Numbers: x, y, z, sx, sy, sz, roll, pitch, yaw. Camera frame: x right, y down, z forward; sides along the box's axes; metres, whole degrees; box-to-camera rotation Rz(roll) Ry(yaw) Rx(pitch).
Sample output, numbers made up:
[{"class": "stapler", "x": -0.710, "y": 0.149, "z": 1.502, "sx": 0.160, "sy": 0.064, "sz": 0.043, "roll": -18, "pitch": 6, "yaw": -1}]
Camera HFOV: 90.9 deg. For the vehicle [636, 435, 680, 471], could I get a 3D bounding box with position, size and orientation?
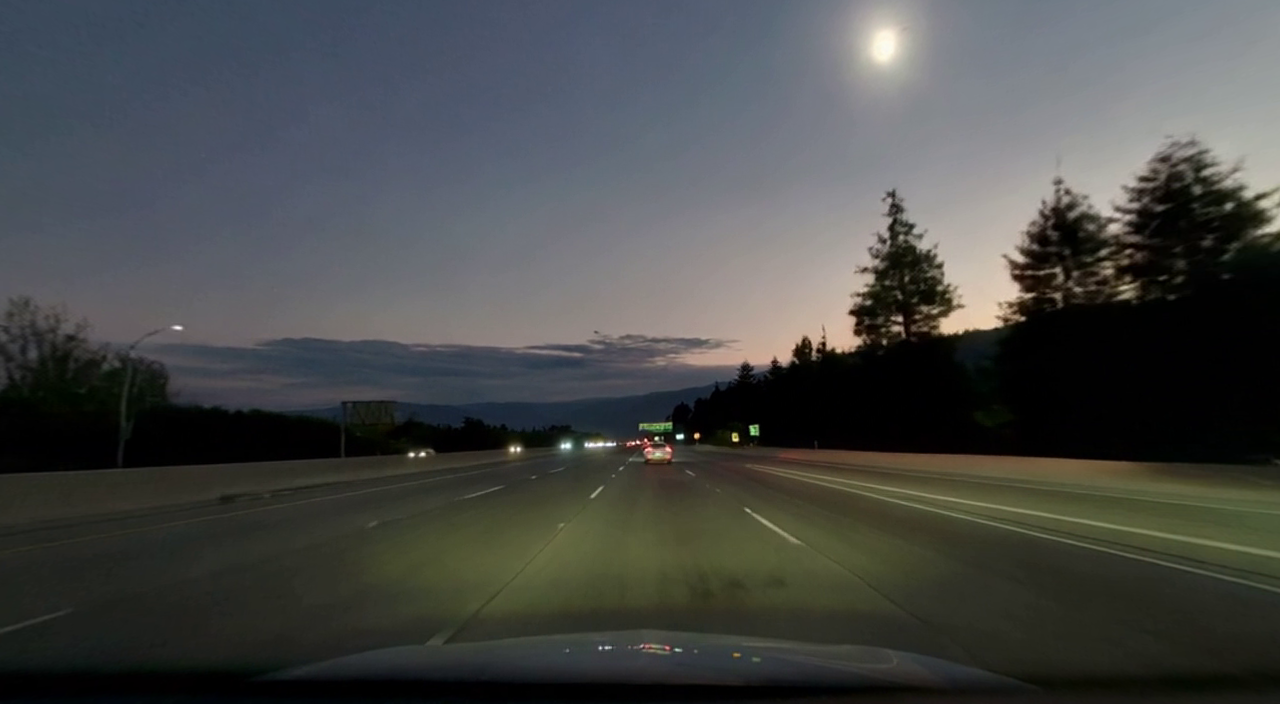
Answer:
[{"class": "vehicle", "x": 0.927, "y": 5.454, "z": 34.255, "sx": 2.260, "sy": 1.766, "sz": 4.348, "roll": 0, "pitch": -8, "yaw": 0}]
